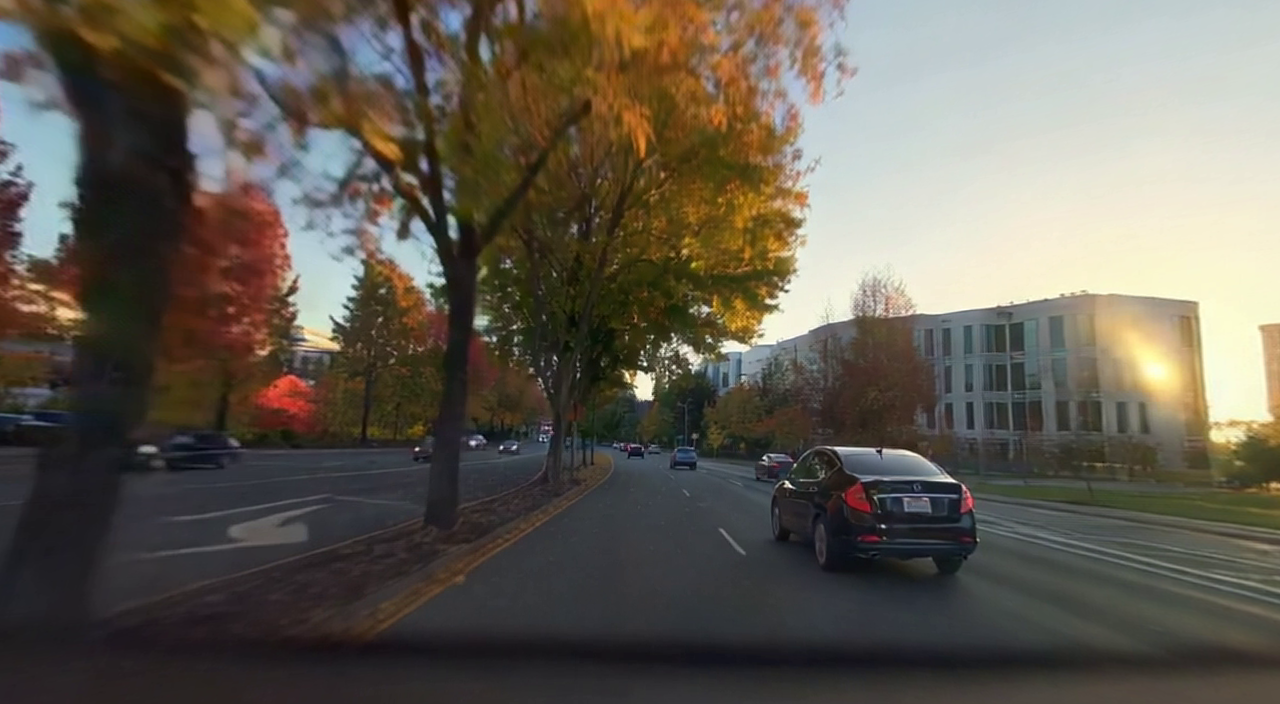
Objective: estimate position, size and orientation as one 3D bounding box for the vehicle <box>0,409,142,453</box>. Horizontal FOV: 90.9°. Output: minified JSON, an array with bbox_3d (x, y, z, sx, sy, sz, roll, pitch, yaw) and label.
[{"bbox_3d":[-26.952,3.683,29.122,6.055,1.910,2.113,0,-8,1],"label":"vehicle"}]

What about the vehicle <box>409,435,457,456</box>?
[{"bbox_3d":[-15.448,7.003,47.285,1.985,1.479,4.657,0,-8,0],"label":"vehicle"}]

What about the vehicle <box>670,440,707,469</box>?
[{"bbox_3d":[3.542,7.548,46.670,2.154,1.844,4.634,4,-8,0],"label":"vehicle"}]

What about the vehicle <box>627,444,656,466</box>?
[{"bbox_3d":[0.085,7.290,44.624,1.991,1.477,3.814,0,-8,-1],"label":"vehicle"}]

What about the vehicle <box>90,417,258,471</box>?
[{"bbox_3d":[-15.265,3.073,21.090,2.029,1.588,4.654,0,-8,0],"label":"vehicle"}]

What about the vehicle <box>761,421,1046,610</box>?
[{"bbox_3d":[2.872,1.820,7.911,1.901,1.634,3.896,4,-8,0],"label":"vehicle"}]
